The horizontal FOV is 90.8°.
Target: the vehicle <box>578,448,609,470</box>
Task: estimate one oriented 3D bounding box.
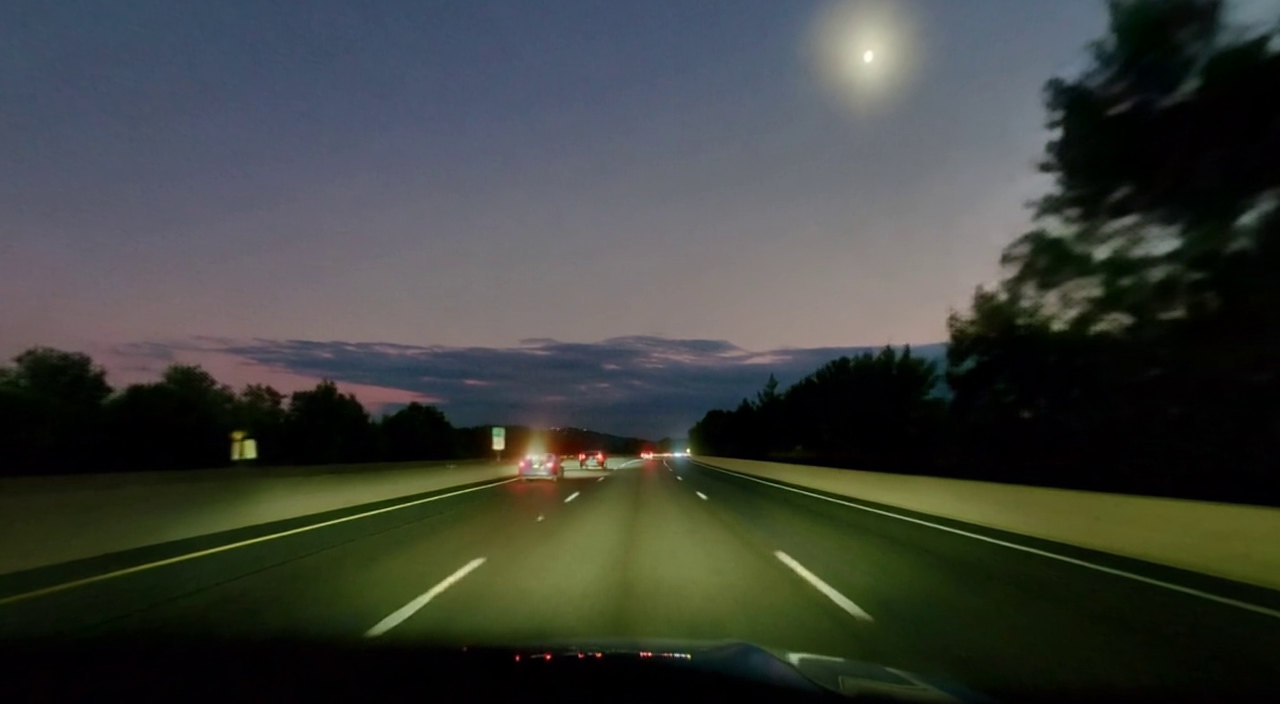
[{"bbox_3d":[-3.473,8.130,47.997,1.996,1.565,4.159,0,-9,1],"label":"vehicle"}]

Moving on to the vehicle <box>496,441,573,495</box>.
[{"bbox_3d":[-3.425,3.865,21.325,1.846,1.600,4.108,0,-9,1],"label":"vehicle"}]
